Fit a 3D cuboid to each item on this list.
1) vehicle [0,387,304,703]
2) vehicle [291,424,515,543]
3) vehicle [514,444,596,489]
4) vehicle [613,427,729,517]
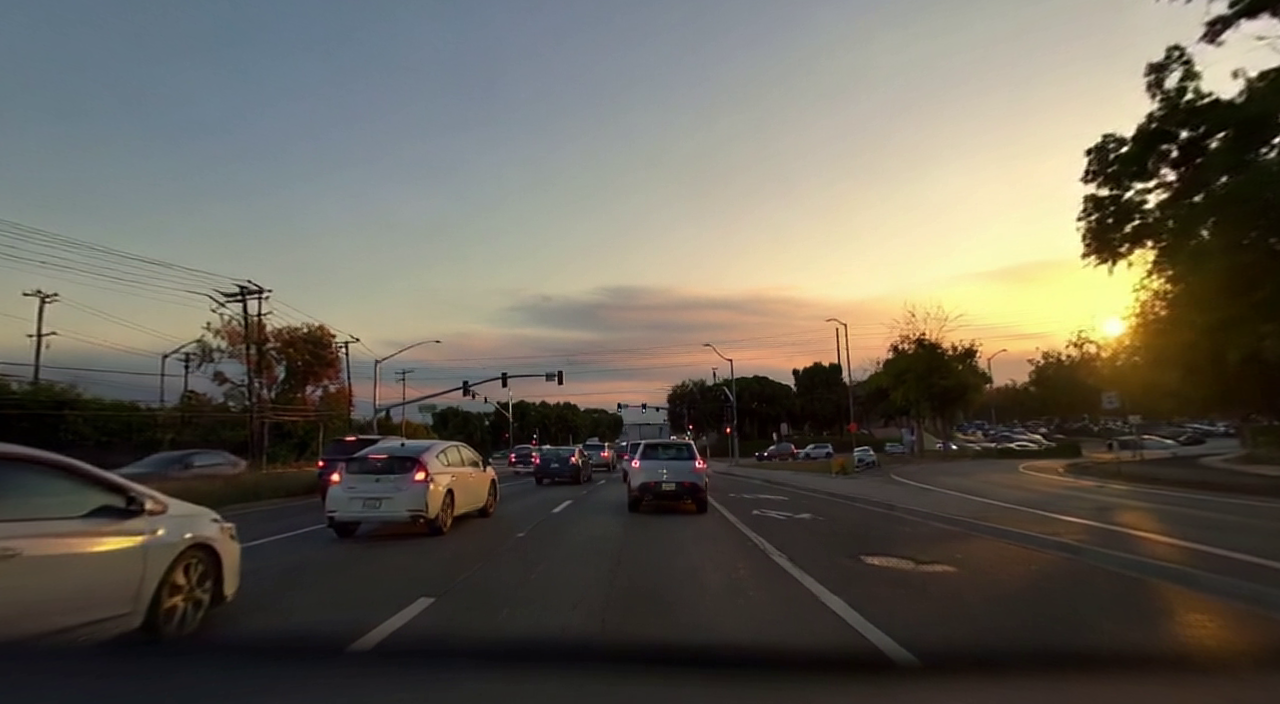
[{"bbox_3d":[-3.808,0.998,3.108,1.999,1.563,4.007,0,-9,1],"label":"vehicle"},{"bbox_3d":[-3.744,2.162,11.011,2.018,1.621,4.441,0,-9,2],"label":"vehicle"},{"bbox_3d":[-2.918,4.051,22.644,2.105,1.436,4.311,-1,-9,4],"label":"vehicle"},{"bbox_3d":[0.649,2.589,14.026,2.205,1.691,3.937,0,-9,2],"label":"vehicle"}]
